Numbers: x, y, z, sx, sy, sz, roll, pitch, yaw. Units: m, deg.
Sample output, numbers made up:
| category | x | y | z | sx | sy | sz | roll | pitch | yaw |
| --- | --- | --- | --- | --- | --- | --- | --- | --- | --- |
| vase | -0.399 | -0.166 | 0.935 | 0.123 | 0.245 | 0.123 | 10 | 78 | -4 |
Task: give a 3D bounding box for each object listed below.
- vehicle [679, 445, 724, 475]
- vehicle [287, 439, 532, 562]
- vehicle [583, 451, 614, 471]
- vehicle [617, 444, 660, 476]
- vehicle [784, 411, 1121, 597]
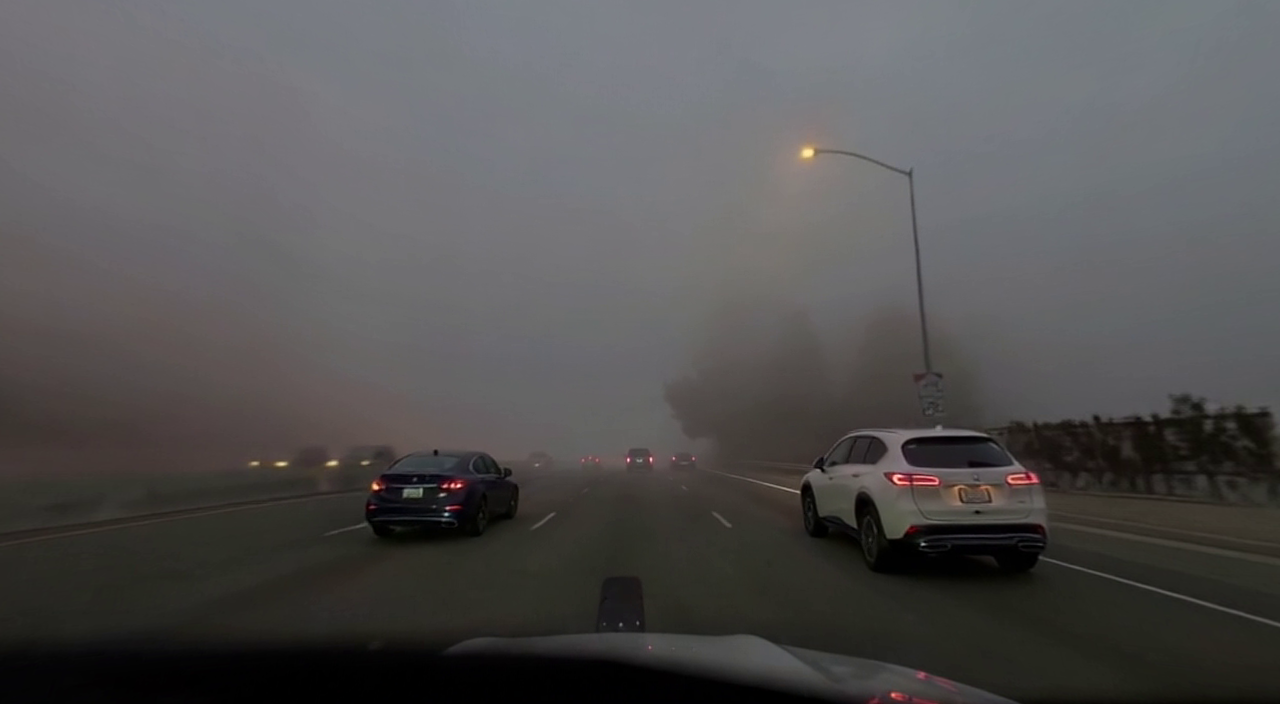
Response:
| category | x | y | z | sx | sy | sz | roll | pitch | yaw |
| --- | --- | --- | --- | --- | --- | --- | --- | --- | --- |
| vehicle | 3.724 | 6.607 | 38.881 | 2.320 | 1.735 | 4.408 | 0 | -8 | 0 |
| vehicle | -3.301 | 2.212 | 10.352 | 2.130 | 1.514 | 4.766 | 0 | -8 | 1 |
| vehicle | -3.161 | 8.415 | 48.887 | 1.968 | 1.473 | 4.209 | 0 | -8 | 2 |
| vehicle | -0.088 | 6.385 | 37.598 | 2.408 | 1.748 | 4.217 | 0 | -8 | 0 |
| vehicle | 3.441 | 1.750 | 8.226 | 2.029 | 1.716 | 4.545 | 0 | -8 | 0 |
